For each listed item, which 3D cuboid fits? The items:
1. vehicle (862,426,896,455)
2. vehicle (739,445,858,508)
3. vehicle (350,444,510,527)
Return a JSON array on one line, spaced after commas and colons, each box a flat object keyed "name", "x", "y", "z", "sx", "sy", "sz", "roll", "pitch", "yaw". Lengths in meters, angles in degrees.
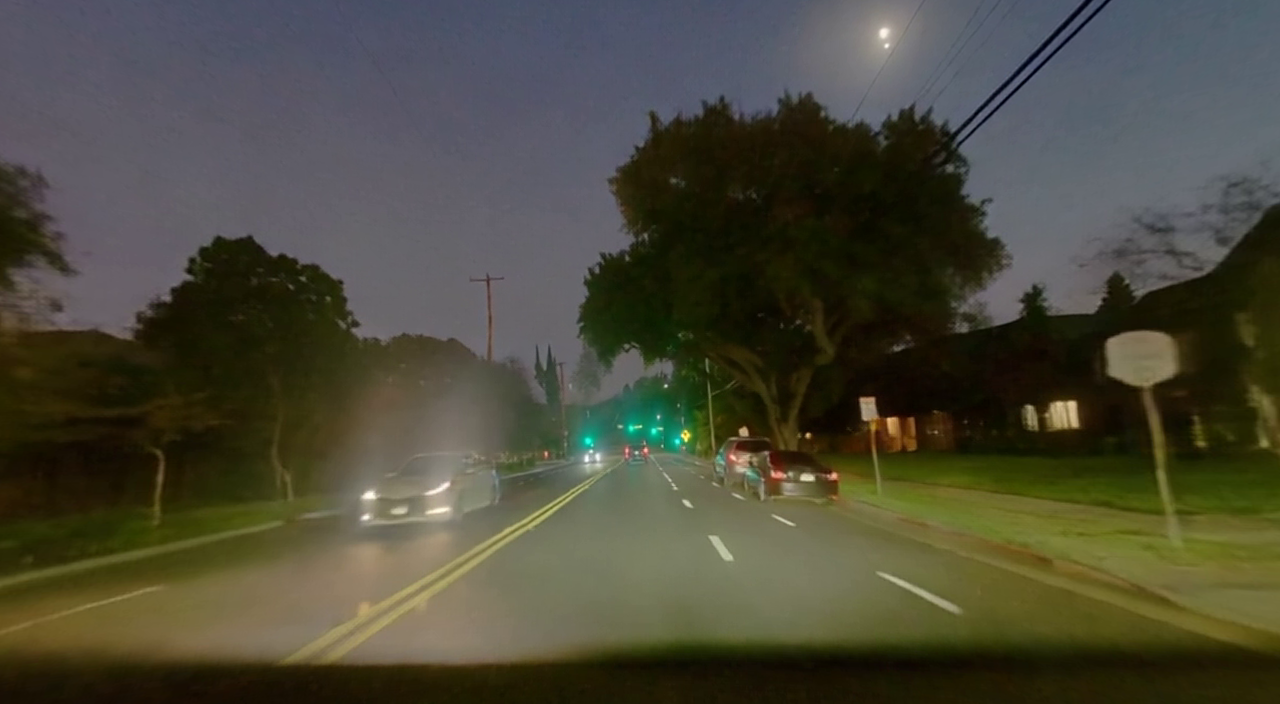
[{"name": "vehicle", "x": 17.193, "y": 6.402, "z": 45.717, "sx": 2.068, "sy": 1.963, "sz": 5.037, "roll": -3, "pitch": -9, "yaw": 19}, {"name": "vehicle", "x": 3.961, "y": 3.174, "z": 16.682, "sx": 1.874, "sy": 1.415, "sz": 4.683, "roll": 0, "pitch": -9, "yaw": 0}, {"name": "vehicle", "x": -4.373, "y": 2.822, "z": 14.014, "sx": 1.960, "sy": 1.521, "sz": 4.397, "roll": 0, "pitch": -9, "yaw": 1}]
